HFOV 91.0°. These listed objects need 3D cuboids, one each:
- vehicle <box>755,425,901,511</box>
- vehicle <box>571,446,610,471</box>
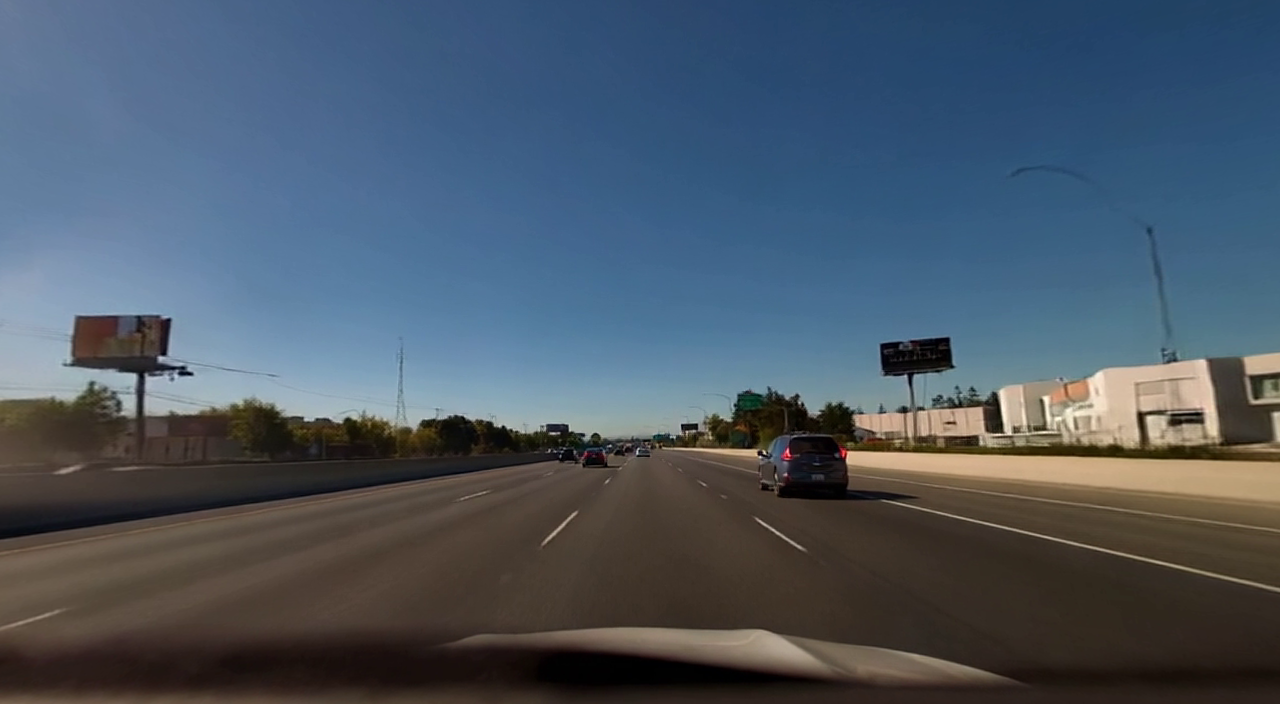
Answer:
[{"bbox_3d":[4.345,2.768,15.502,2.109,1.764,4.704,0,-9,0],"label":"vehicle"},{"bbox_3d":[-3.153,6.860,40.704,2.139,1.510,4.506,0,-9,0],"label":"vehicle"}]
